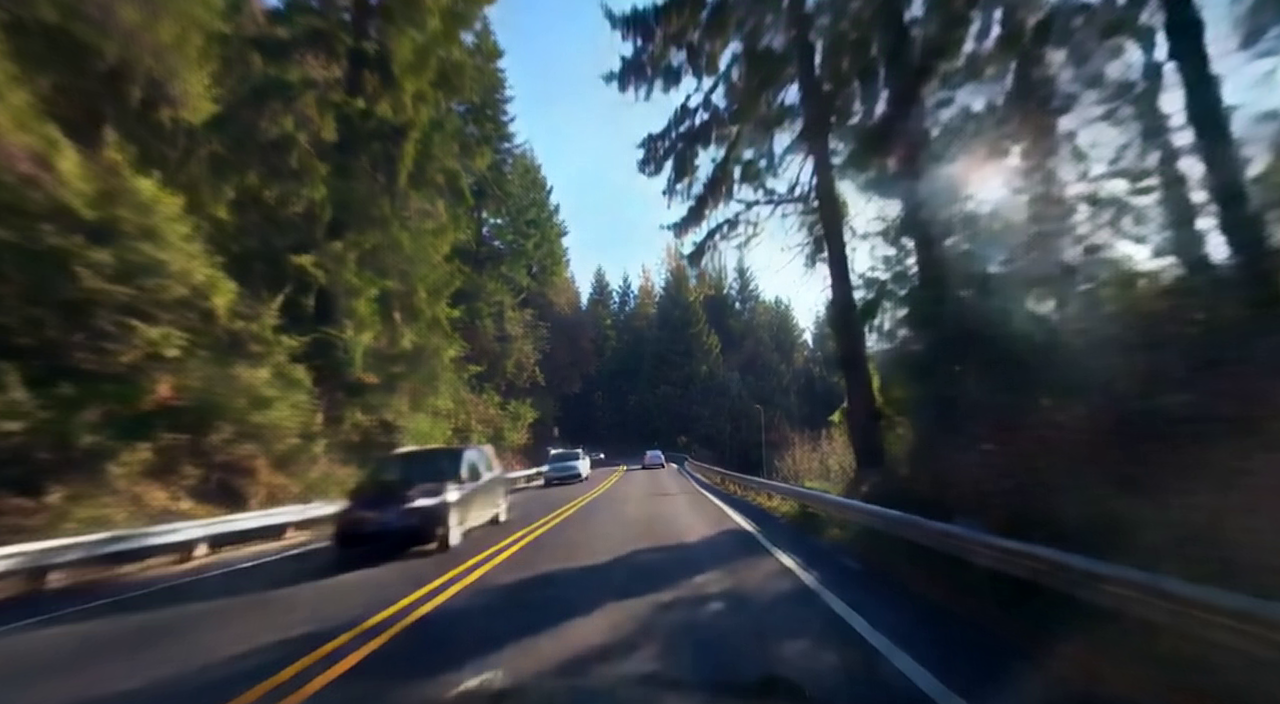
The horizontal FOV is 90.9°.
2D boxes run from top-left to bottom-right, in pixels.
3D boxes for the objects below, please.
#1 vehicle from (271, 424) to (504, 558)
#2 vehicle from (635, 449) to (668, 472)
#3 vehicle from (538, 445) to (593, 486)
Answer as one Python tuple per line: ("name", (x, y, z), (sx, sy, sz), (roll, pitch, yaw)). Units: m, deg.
("vehicle", (-4.075, 2.314, 11.297), (2.170, 1.872, 4.643), (0, -9, 1))
("vehicle", (0.720, 7.513, 43.745), (2.120, 1.491, 4.349), (0, -9, -1))
("vehicle", (-3.576, 5.559, 31.385), (2.066, 1.827, 5.178), (0, -9, 0))
